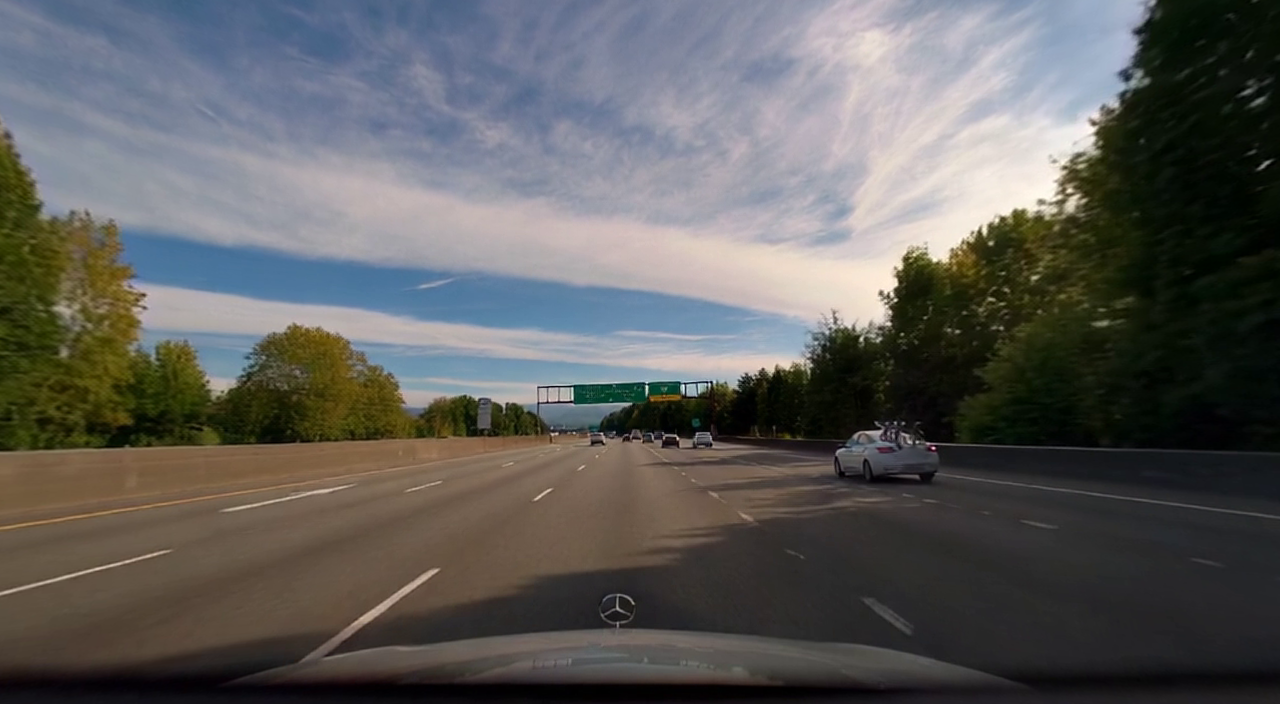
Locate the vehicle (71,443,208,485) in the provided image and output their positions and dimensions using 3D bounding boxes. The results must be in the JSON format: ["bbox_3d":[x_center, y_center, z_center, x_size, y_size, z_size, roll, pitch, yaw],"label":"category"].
[{"bbox_3d":[-21.106,4.693,26.896,1.867,1.496,5.001,0,-7,-1],"label":"vehicle"}]

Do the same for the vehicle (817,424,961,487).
[{"bbox_3d":[6.803,2.846,17.888,2.034,1.511,4.785,0,-7,-1],"label":"vehicle"}]
